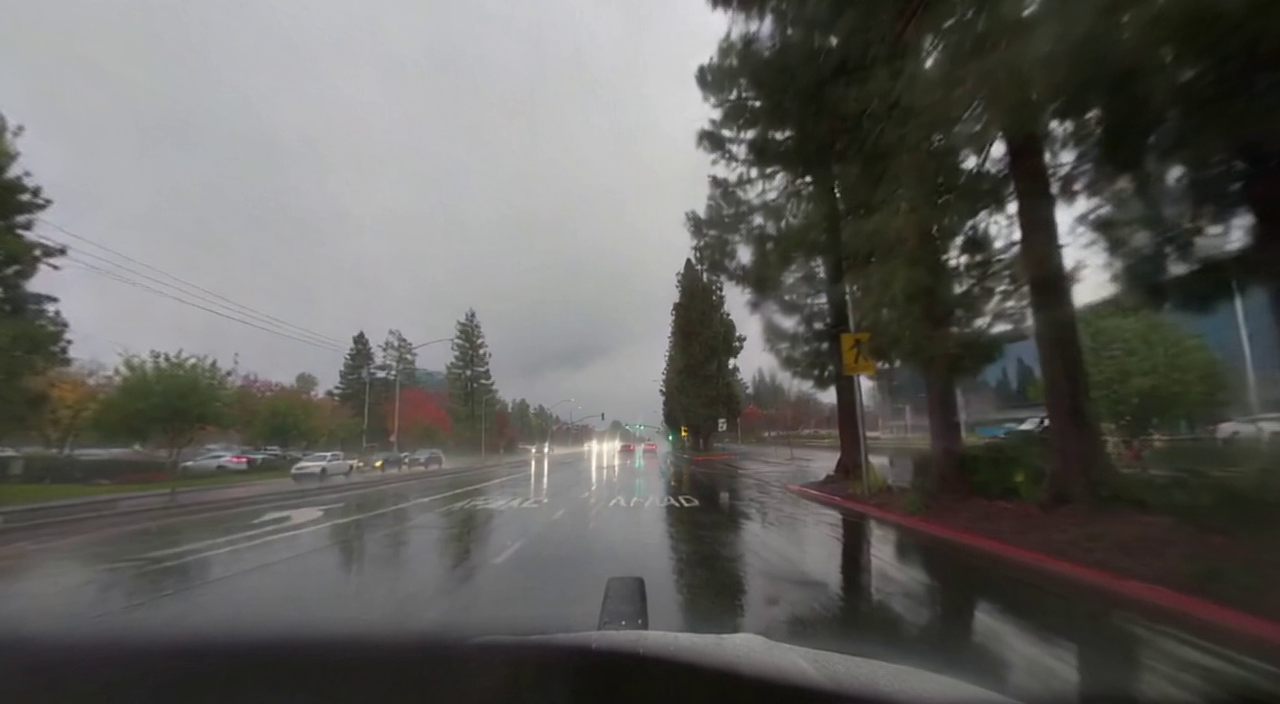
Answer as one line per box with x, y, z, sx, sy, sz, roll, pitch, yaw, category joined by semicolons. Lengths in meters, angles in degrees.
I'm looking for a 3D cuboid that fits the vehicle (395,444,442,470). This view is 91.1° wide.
-16.915;8.035;48.199;1.998;1.724;4.486;-3;-9;1;vehicle

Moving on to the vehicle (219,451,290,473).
-27.598;7.854;45.026;3.779;1.472;1.854;1;-8;-1;vehicle

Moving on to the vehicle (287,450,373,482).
-16.986;6.231;34.719;2.014;1.515;5.027;0;-8;2;vehicle

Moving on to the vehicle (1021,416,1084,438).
30.164;5.581;46.111;1.829;1.496;4.642;-1;-8;5;vehicle

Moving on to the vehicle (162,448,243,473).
-27.968;6.933;40.225;3.759;1.462;1.873;1;-9;-3;vehicle

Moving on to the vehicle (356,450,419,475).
-17.035;7.447;42.685;1.955;1.486;5.112;0;-8;2;vehicle
